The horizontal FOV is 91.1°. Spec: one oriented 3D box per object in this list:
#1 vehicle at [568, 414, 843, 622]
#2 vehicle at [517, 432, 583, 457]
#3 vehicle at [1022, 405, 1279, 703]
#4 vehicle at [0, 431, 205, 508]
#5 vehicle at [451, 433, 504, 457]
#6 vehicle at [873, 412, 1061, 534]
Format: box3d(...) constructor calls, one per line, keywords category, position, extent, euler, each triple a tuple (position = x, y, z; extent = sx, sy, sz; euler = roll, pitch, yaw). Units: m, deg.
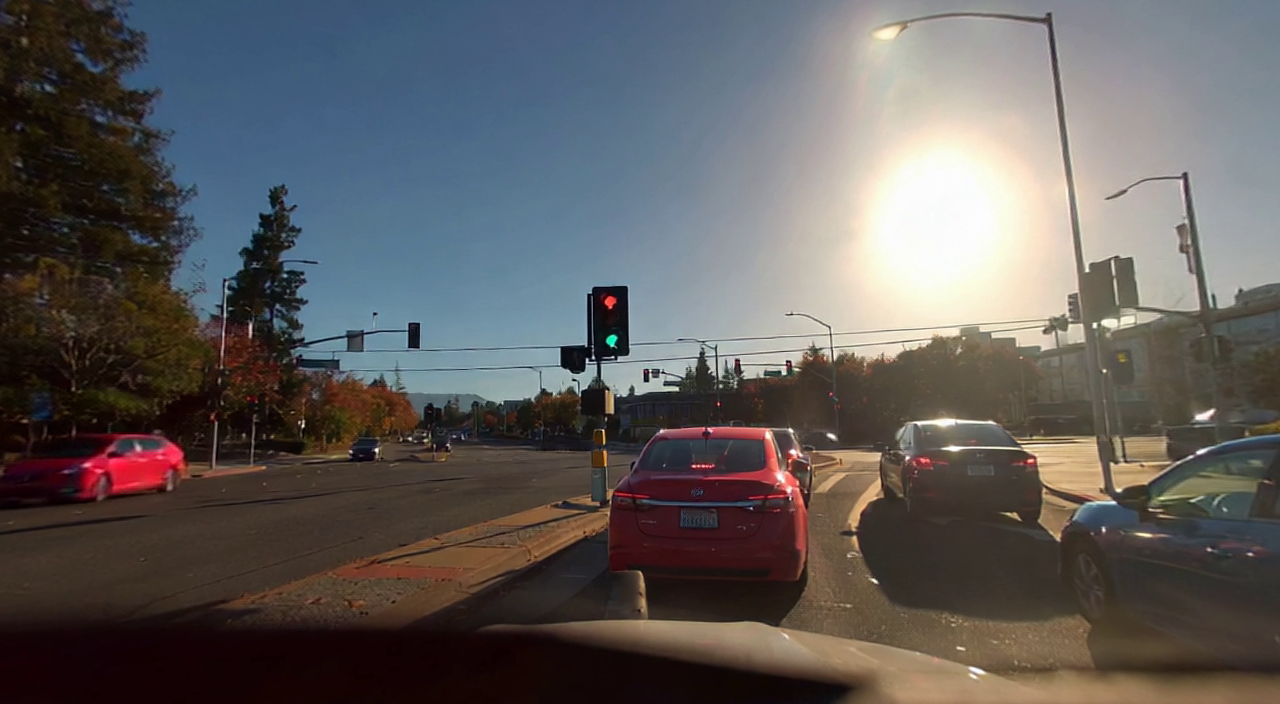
box3d(category="vehicle", position=(0.844, 1.500, 6.694), extent=(2.052, 1.483, 3.928), euler=(-2, -8, 12))
box3d(category="vehicle", position=(-6.005, 6.109, 41.533), extent=(1.932, 1.573, 4.509), euler=(8, -12, -44))
box3d(category="vehicle", position=(4.239, 1.061, 3.378), extent=(1.954, 1.508, 4.441), euler=(-1, -8, 6))
box3d(category="vehicle", position=(-12.266, 2.601, 14.451), extent=(1.976, 1.458, 4.645), euler=(2, -8, -12))
box3d(category="vehicle", position=(-12.511, 7.123, 48.186), extent=(1.972, 1.705, 4.457), euler=(8, -11, -44))
box3d(category="vehicle", position=(5.519, 2.054, 11.296), extent=(2.102, 1.717, 4.373), euler=(-2, -9, 16))
